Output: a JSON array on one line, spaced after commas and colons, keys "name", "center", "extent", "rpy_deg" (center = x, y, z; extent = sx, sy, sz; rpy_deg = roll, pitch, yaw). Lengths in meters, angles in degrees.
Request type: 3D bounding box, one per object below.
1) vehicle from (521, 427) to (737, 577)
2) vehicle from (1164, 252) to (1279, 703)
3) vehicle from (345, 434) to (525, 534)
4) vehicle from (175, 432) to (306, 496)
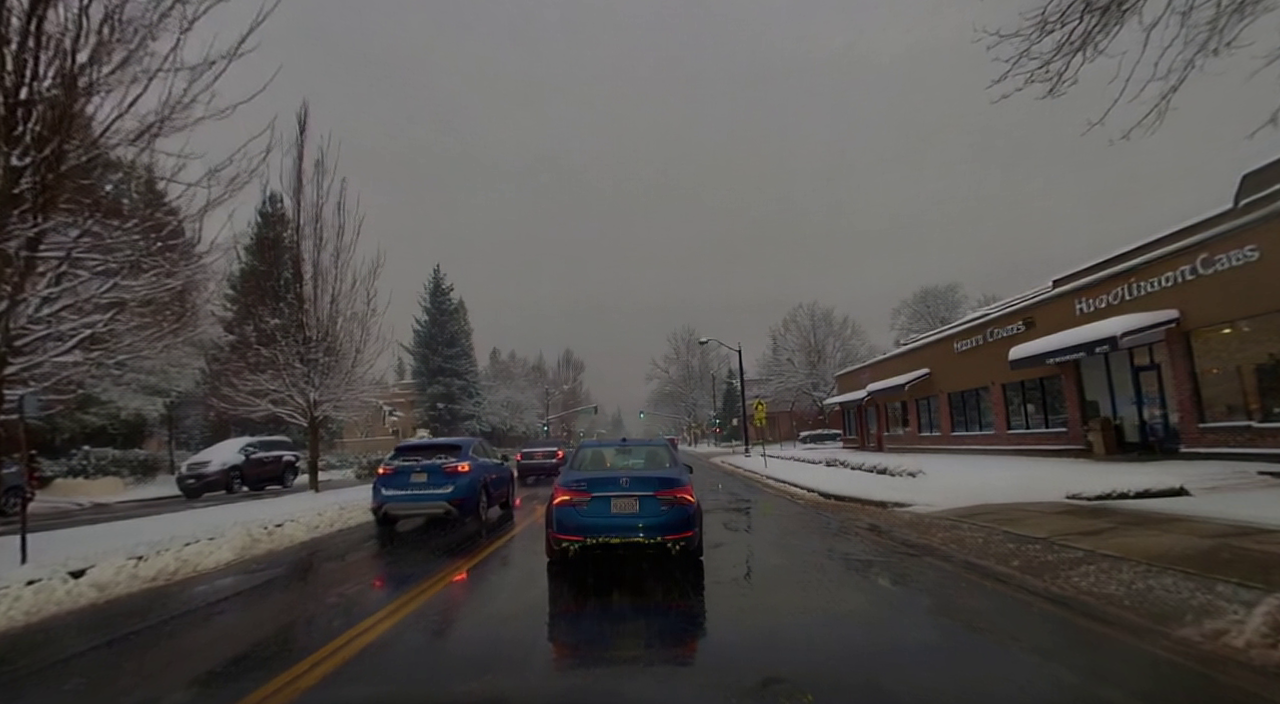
[{"name": "vehicle", "center": [-0.113, 1.814, 8.414], "extent": [2.160, 1.482, 4.037], "rpy_deg": [0, -9, 0]}, {"name": "vehicle", "center": [3.322, 0.372, 0.289], "extent": [2.152, 1.987, 4.527], "rpy_deg": [0, -9, -1]}, {"name": "vehicle", "center": [-3.460, 2.291, 11.542], "extent": [1.905, 1.473, 4.016], "rpy_deg": [0, -9, 0]}, {"name": "vehicle", "center": [-19.160, 5.366, 30.736], "extent": [2.286, 2.777, 5.926], "rpy_deg": [-1, -9, 2]}]
